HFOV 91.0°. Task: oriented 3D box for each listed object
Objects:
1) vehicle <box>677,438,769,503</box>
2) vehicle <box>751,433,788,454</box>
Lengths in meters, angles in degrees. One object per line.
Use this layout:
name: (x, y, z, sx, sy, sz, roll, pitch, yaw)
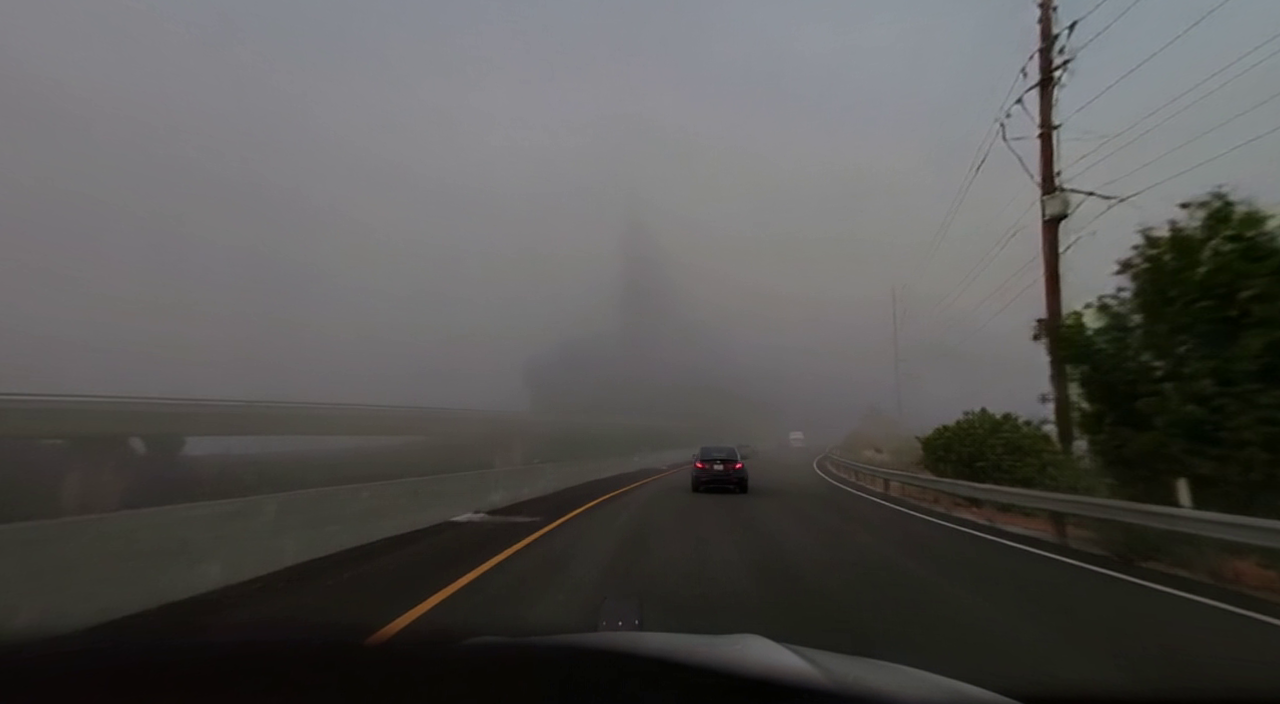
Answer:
vehicle: (2.190, 3.080, 16.862, 2.091, 1.482, 4.321, -1, -9, 7)
vehicle: (9.723, 6.848, 46.955, 1.931, 1.485, 4.191, -4, -9, 22)
